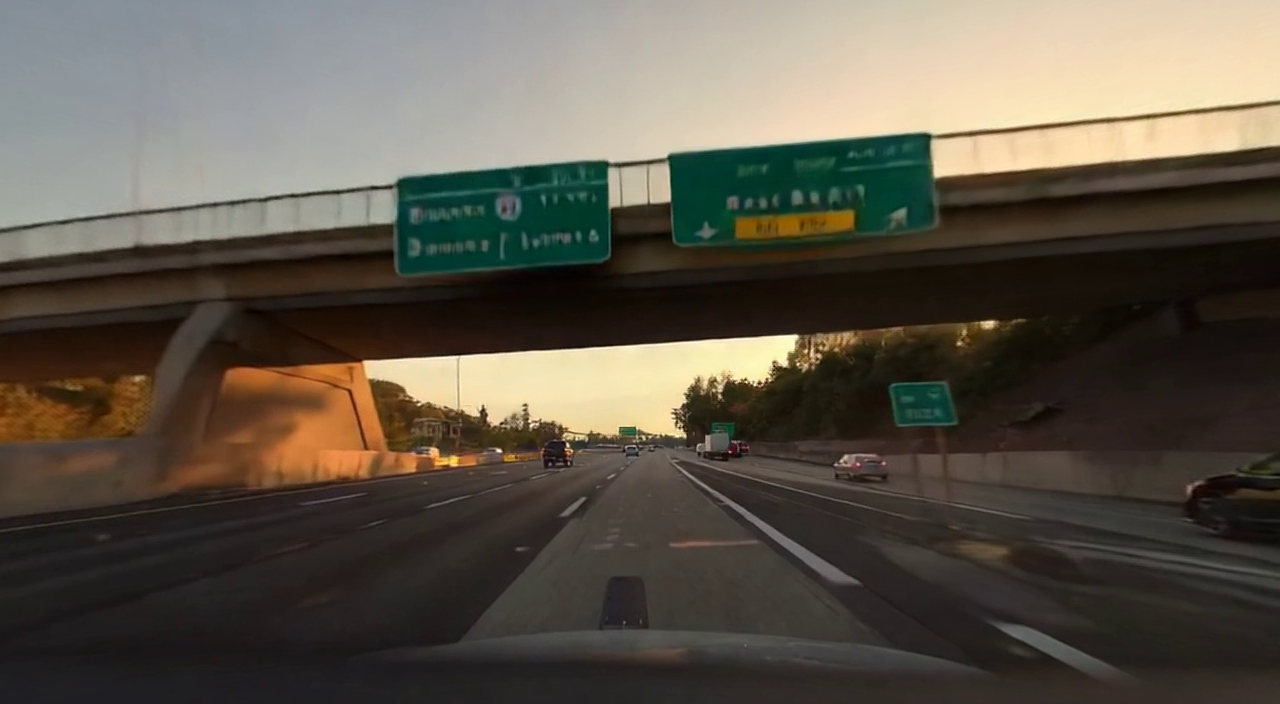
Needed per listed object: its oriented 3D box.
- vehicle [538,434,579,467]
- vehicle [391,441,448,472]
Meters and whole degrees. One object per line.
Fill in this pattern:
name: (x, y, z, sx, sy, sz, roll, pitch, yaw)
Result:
vehicle: (-6.344, 7.725, 49.643, 2.264, 2.379, 5.248, 0, -8, 2)
vehicle: (-15.378, 7.320, 44.383, 2.088, 2.011, 4.960, 0, -8, 1)
